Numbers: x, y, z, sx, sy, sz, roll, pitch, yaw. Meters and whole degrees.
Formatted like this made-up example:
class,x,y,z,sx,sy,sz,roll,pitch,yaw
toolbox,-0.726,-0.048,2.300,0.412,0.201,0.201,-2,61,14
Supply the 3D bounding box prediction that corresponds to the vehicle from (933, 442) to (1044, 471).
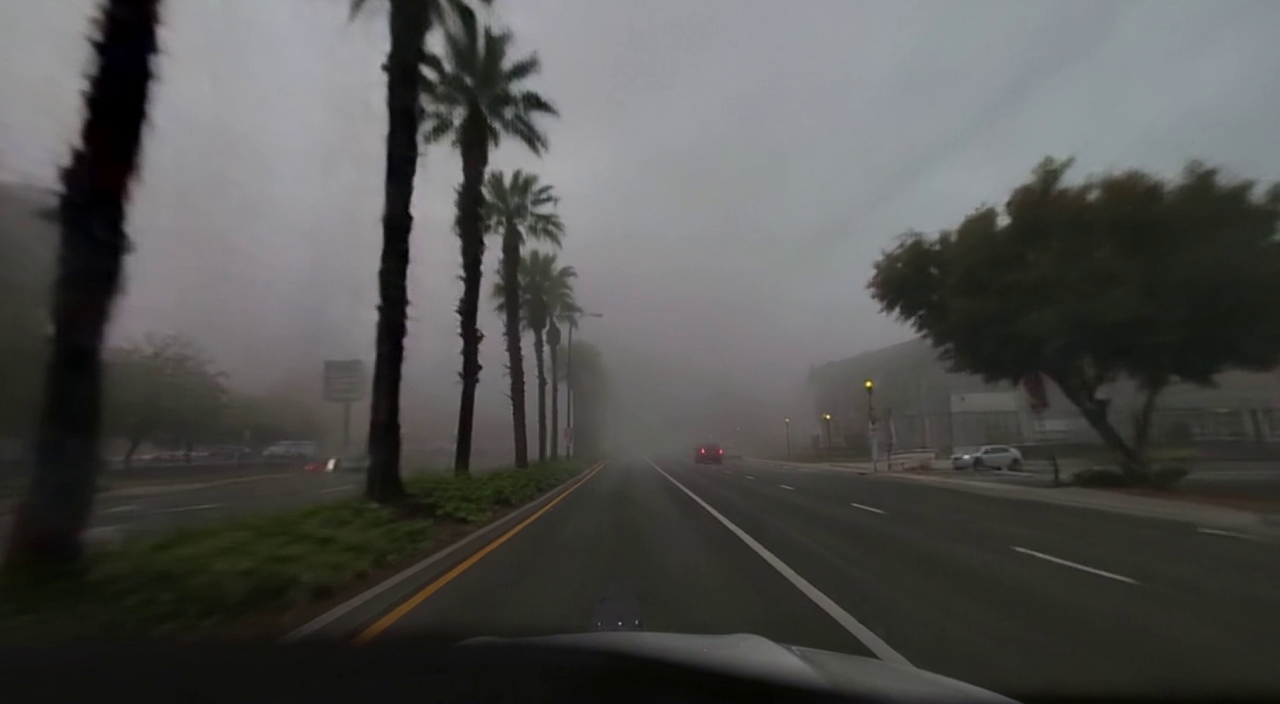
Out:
class,x,y,z,sx,sy,sz,roll,pitch,yaw
vehicle,17.724,5.322,32.147,4.526,1.429,1.815,0,-8,2
